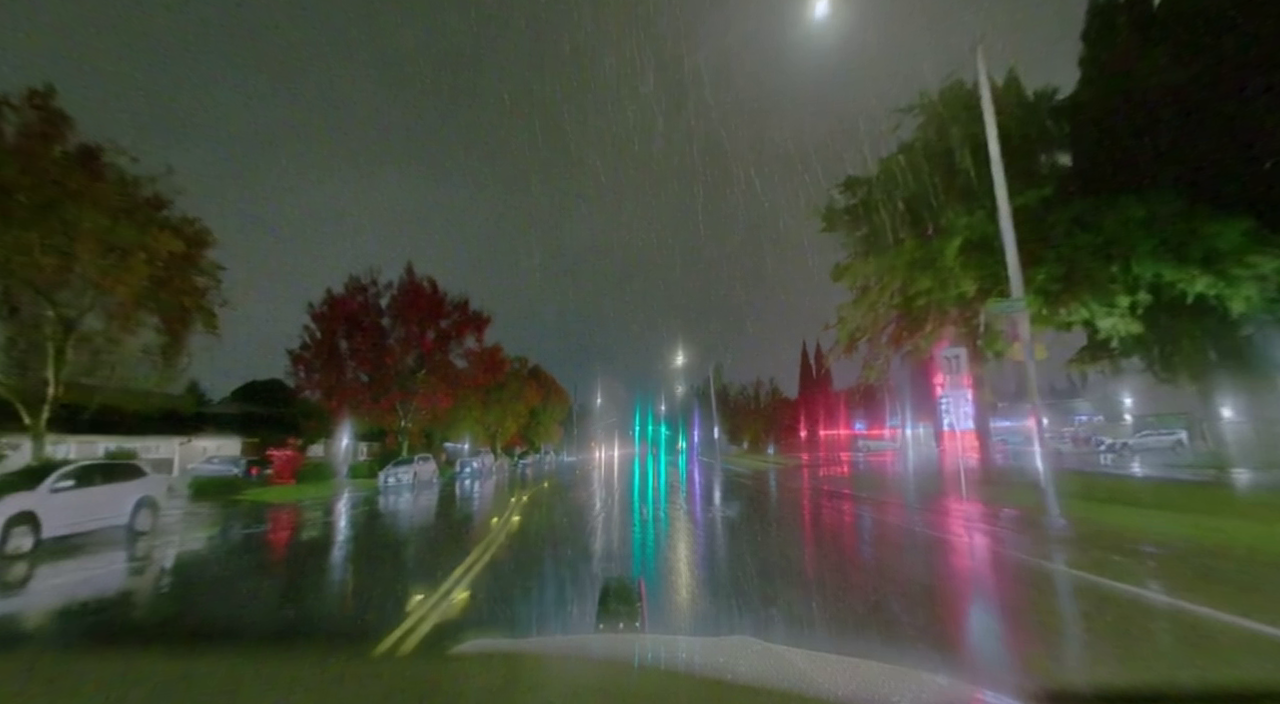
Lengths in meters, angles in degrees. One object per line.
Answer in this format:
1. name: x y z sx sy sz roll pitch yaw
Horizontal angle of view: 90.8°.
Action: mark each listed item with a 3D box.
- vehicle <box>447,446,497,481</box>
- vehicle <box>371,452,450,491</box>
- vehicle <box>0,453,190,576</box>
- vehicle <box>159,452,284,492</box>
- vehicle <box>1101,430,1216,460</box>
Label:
1. vehicle: -10.888 7.225 41.241 2.015 1.884 4.488 -6 -9 -2
2. vehicle: -11.026 5.754 30.743 1.950 1.720 4.868 -1 -9 1
3. vehicle: -11.023 2.816 11.383 2.135 1.802 4.910 -2 -8 1
4. vehicle: -21.235 6.068 32.337 2.079 1.877 4.862 -4 -10 21
5. vehicle: 30.935 5.609 37.889 1.960 1.670 4.863 4 -10 -25
